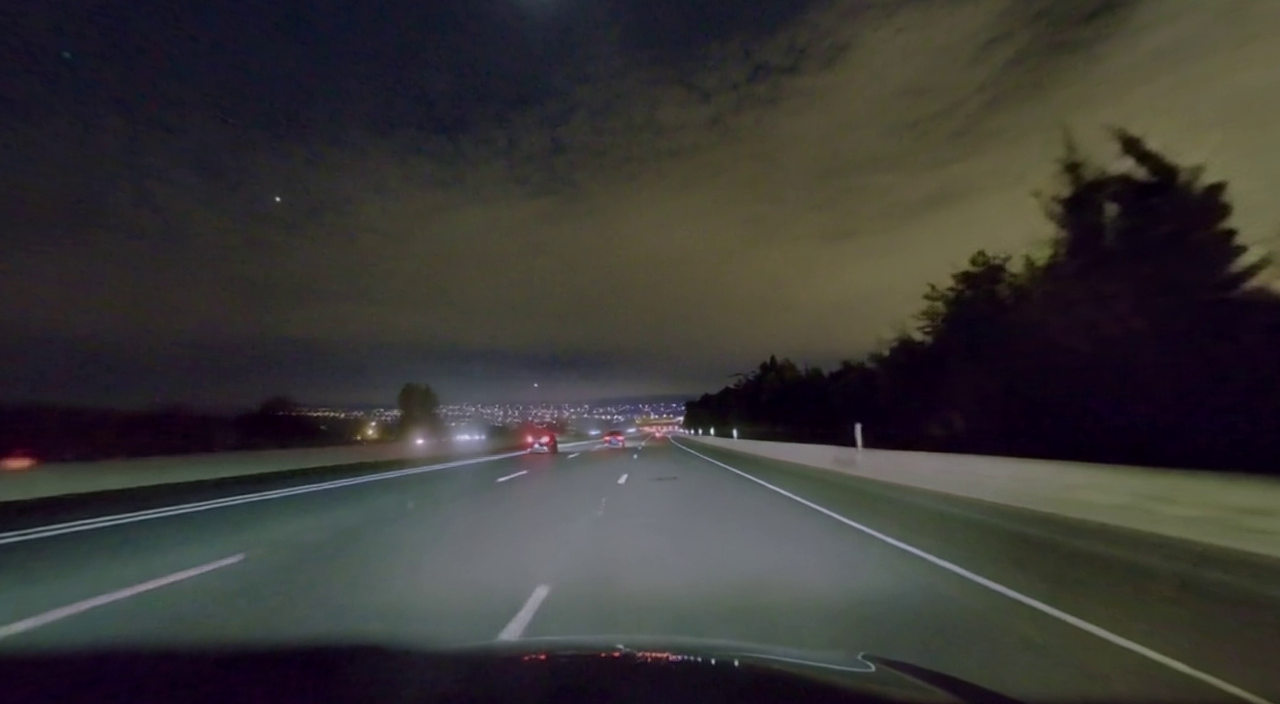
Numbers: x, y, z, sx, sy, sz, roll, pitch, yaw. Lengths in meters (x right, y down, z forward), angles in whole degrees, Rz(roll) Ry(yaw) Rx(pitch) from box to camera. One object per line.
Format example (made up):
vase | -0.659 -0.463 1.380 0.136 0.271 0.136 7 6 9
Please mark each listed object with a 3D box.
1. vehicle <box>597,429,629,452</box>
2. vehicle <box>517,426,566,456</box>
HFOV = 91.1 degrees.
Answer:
vehicle | -1.904 6.387 45.694 2.064 1.571 4.225 0 -8 1
vehicle | -5.764 5.265 37.244 2.113 1.632 4.409 0 -8 1
